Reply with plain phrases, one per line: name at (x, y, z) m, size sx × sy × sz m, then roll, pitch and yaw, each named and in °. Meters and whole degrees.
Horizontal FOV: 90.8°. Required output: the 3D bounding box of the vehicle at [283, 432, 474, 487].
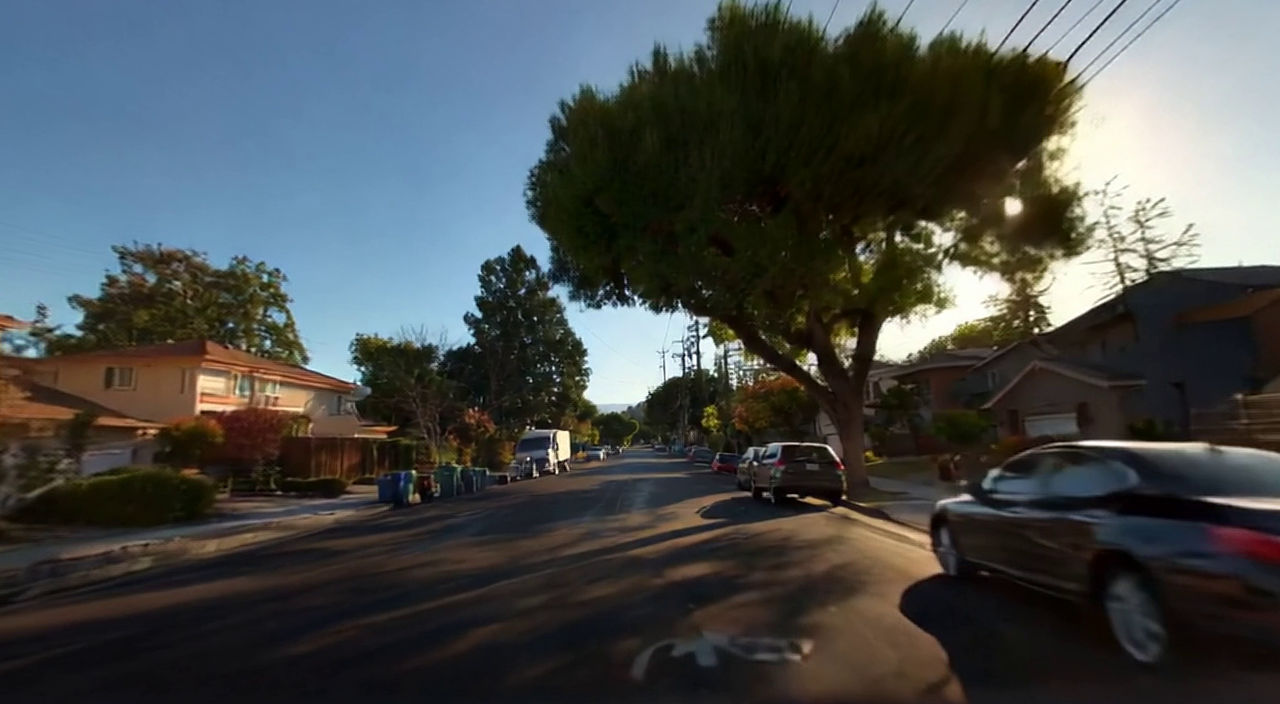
vehicle at (-10.350, 4.319, 25.501) m, size 6.540 × 2.079 × 2.565 m, roll 0°, pitch -9°, yaw 2°

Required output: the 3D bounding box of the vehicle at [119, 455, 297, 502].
vehicle at (-14.572, 4.260, 21.521) m, size 4.565 × 1.489 × 1.950 m, roll 0°, pitch -9°, yaw -1°

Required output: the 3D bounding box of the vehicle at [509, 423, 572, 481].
vehicle at (-5.528, 5.625, 35.897) m, size 2.313 × 2.875 × 6.057 m, roll -4°, pitch -8°, yaw 2°

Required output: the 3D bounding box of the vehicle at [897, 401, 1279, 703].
vehicle at (3.569, 1.246, 4.525) m, size 1.903 × 1.500 × 4.057 m, roll 0°, pitch -9°, yaw 3°

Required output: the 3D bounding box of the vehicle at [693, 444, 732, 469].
vehicle at (4.806, 6.981, 42.323) m, size 2.016 × 1.544 × 4.645 m, roll 0°, pitch -9°, yaw 0°

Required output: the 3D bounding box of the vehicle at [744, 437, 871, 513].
vehicle at (3.826, 2.882, 15.384) m, size 1.970 × 1.530 × 4.899 m, roll 0°, pitch -9°, yaw 3°
